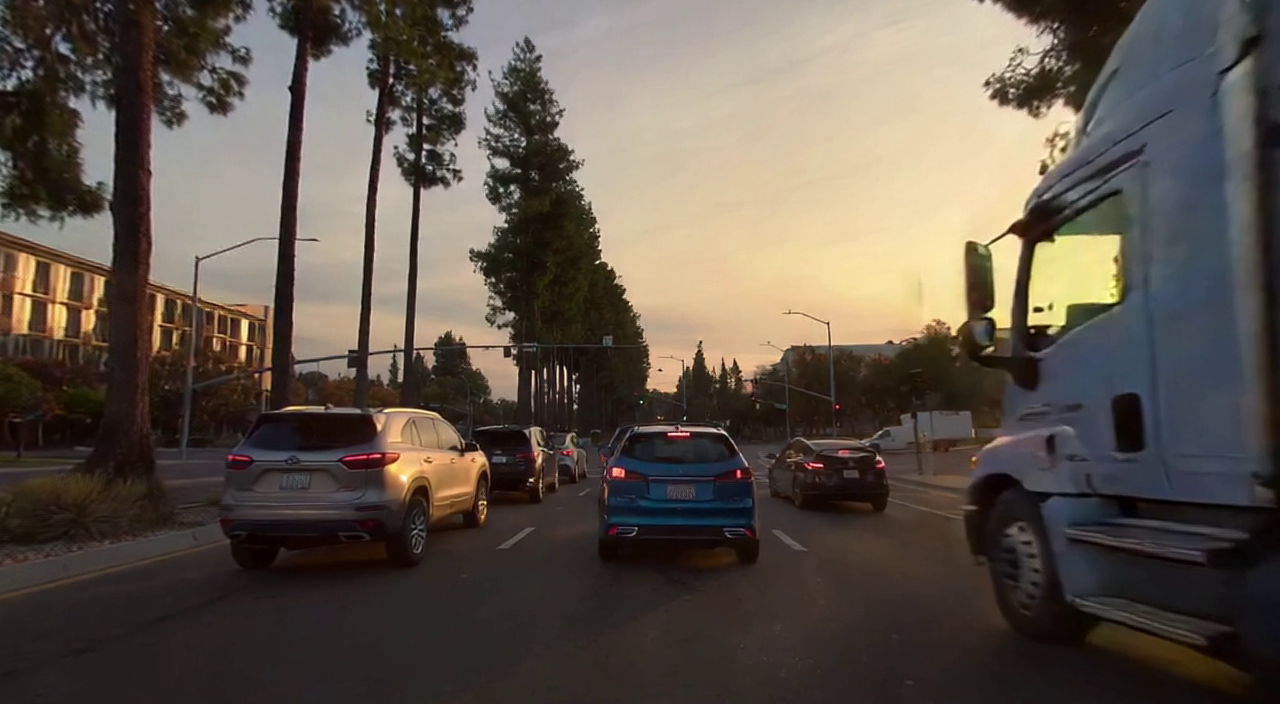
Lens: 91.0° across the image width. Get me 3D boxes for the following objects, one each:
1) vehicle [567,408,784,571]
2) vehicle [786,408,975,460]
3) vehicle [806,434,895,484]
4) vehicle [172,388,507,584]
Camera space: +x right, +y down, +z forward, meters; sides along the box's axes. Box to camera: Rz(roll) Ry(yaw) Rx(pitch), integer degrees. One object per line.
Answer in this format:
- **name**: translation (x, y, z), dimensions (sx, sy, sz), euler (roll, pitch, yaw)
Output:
- **vehicle**: translation (0.371, 1.709, 8.547), dimensions (2.189, 1.649, 4.171), euler (0, -8, 0)
- **vehicle**: translation (15.690, 5.525, 41.778), dimensions (11.206, 3.112, 2.993), euler (-4, -9, 23)
- **vehicle**: translation (7.450, 3.805, 22.707), dimensions (2.067, 1.599, 4.251), euler (-1, -8, 5)
- **vehicle**: translation (-3.251, 1.562, 8.084), dimensions (2.085, 1.812, 4.388), euler (0, -8, 0)
